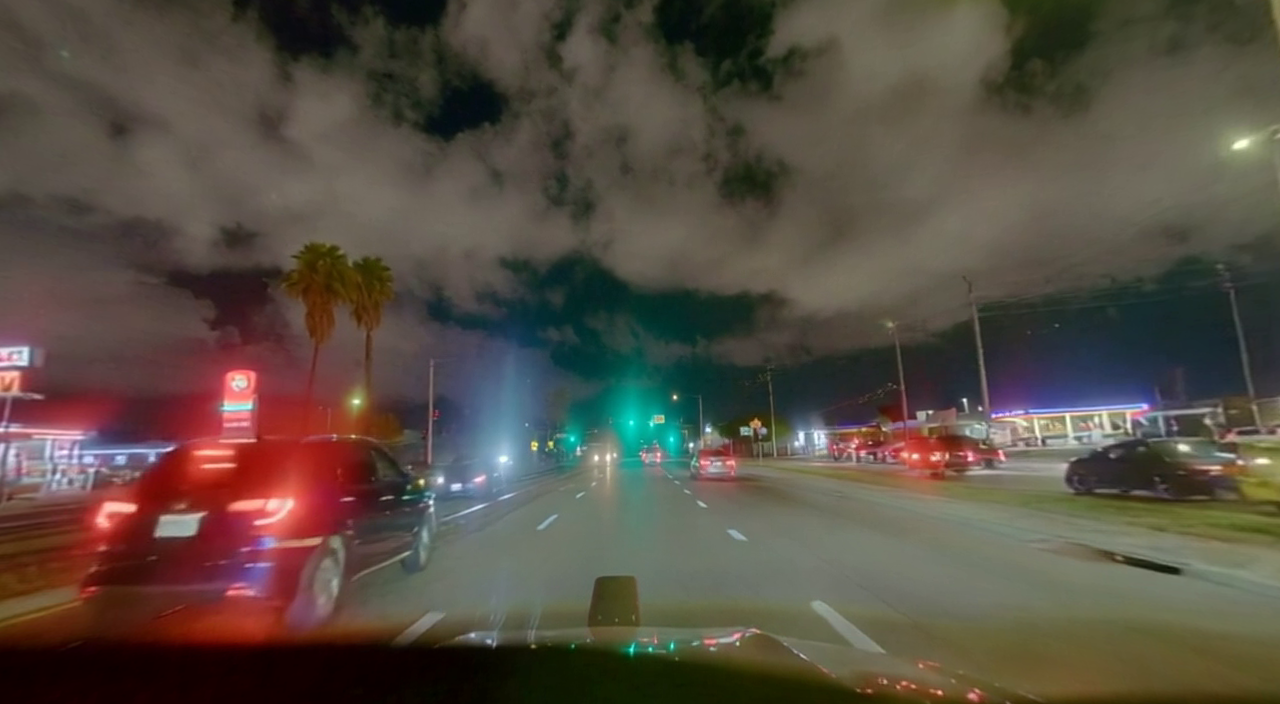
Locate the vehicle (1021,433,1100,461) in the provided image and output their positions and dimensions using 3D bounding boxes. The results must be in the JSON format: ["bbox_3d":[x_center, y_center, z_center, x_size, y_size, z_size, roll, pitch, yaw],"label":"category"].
[{"bbox_3d":[29.321,6.638,44.198,4.361,1.818,2.009,-5,-10,29],"label":"vehicle"}]

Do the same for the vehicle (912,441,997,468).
[{"bbox_3d":[18.168,5.877,36.460,4.750,1.478,1.998,5,-10,-29],"label":"vehicle"}]

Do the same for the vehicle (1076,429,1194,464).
[{"bbox_3d":[29.667,5.693,38.128,5.325,1.840,1.882,-3,-12,30],"label":"vehicle"}]

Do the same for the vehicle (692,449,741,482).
[{"bbox_3d":[3.732,5.575,31.350,1.889,1.448,4.262,0,-9,0],"label":"vehicle"}]

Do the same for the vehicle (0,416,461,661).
[{"bbox_3d":[-3.276,1.509,6.207,2.021,1.550,4.090,0,-9,-3],"label":"vehicle"}]
